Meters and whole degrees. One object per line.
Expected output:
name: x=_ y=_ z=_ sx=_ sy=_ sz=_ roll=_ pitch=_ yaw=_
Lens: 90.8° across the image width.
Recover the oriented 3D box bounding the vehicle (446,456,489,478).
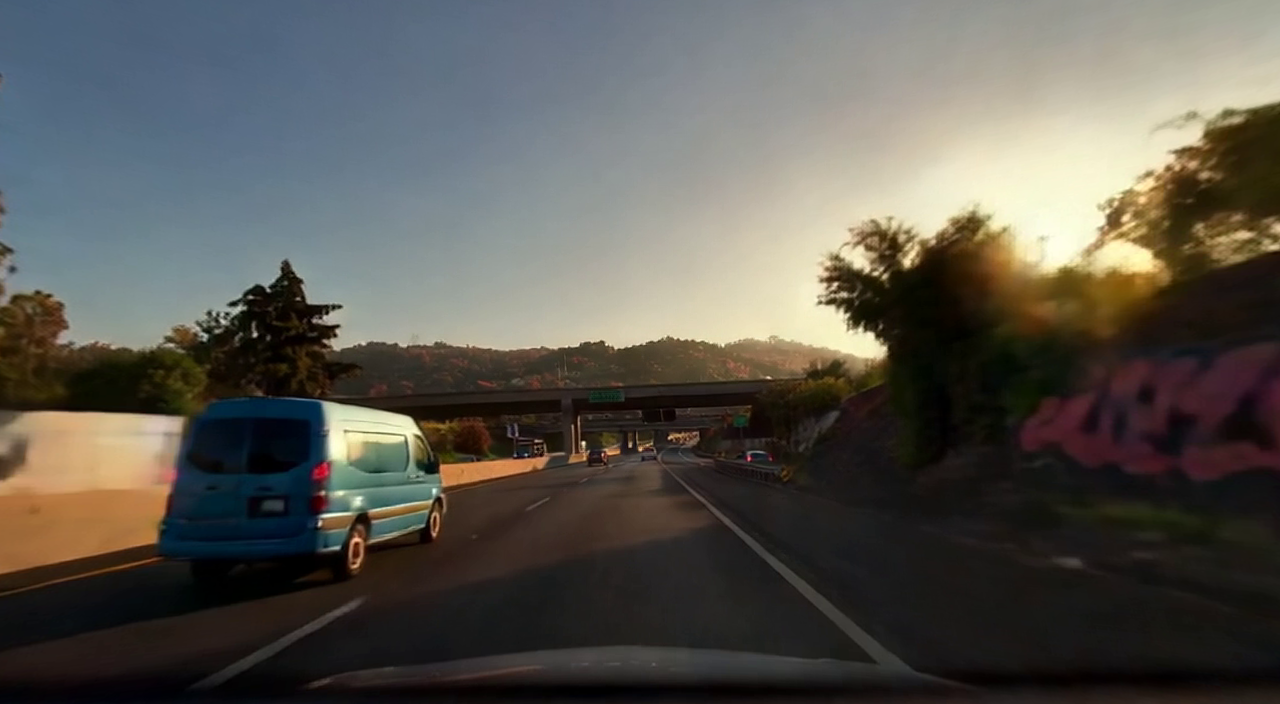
vehicle: x=-12.562 y=8.391 z=46.208 sx=1.859 sy=1.450 sz=4.431 roll=0 pitch=-9 yaw=1

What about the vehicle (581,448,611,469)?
vehicle: x=-3.352 y=8.167 z=48.628 sx=1.994 sy=1.471 sz=3.962 roll=0 pitch=-9 yaw=1

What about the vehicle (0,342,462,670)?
vehicle: x=-3.770 y=1.319 z=6.528 sx=2.310 sy=2.030 sz=5.094 roll=0 pitch=-9 yaw=0
